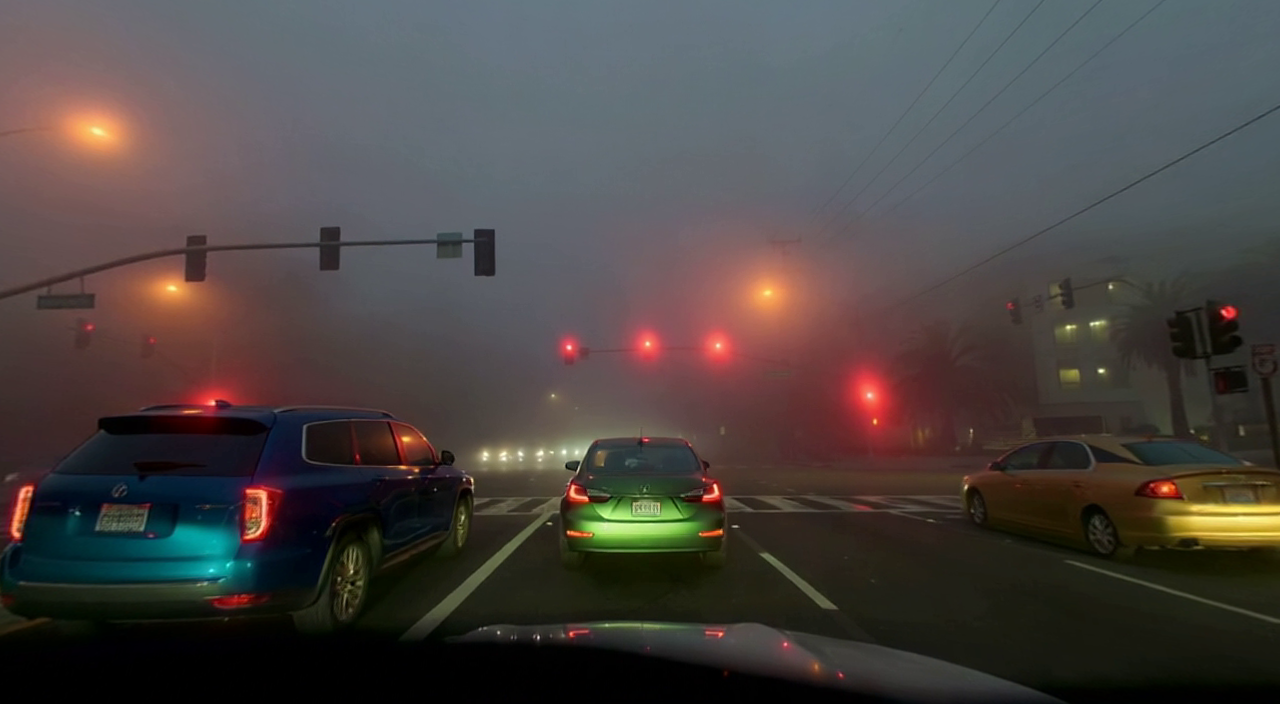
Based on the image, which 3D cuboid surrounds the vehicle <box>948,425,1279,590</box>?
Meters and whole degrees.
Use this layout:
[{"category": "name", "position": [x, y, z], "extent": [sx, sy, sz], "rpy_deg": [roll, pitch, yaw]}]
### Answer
[{"category": "vehicle", "position": [6.090, 1.760, 8.095], "extent": [1.970, 1.489, 4.482], "rpy_deg": [0, -8, -1]}]

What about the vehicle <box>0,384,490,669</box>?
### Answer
[{"category": "vehicle", "position": [-3.100, 1.369, 6.084], "extent": [2.051, 1.682, 4.467], "rpy_deg": [0, -8, 2]}]

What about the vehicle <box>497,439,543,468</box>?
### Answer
[{"category": "vehicle", "position": [-7.928, 6.708, 42.031], "extent": [2.130, 1.810, 4.450], "rpy_deg": [-2, -8, 1]}]

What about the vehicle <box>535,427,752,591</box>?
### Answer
[{"category": "vehicle", "position": [0.000, 1.705, 7.722], "extent": [1.942, 1.445, 3.973], "rpy_deg": [0, -8, -1]}]
